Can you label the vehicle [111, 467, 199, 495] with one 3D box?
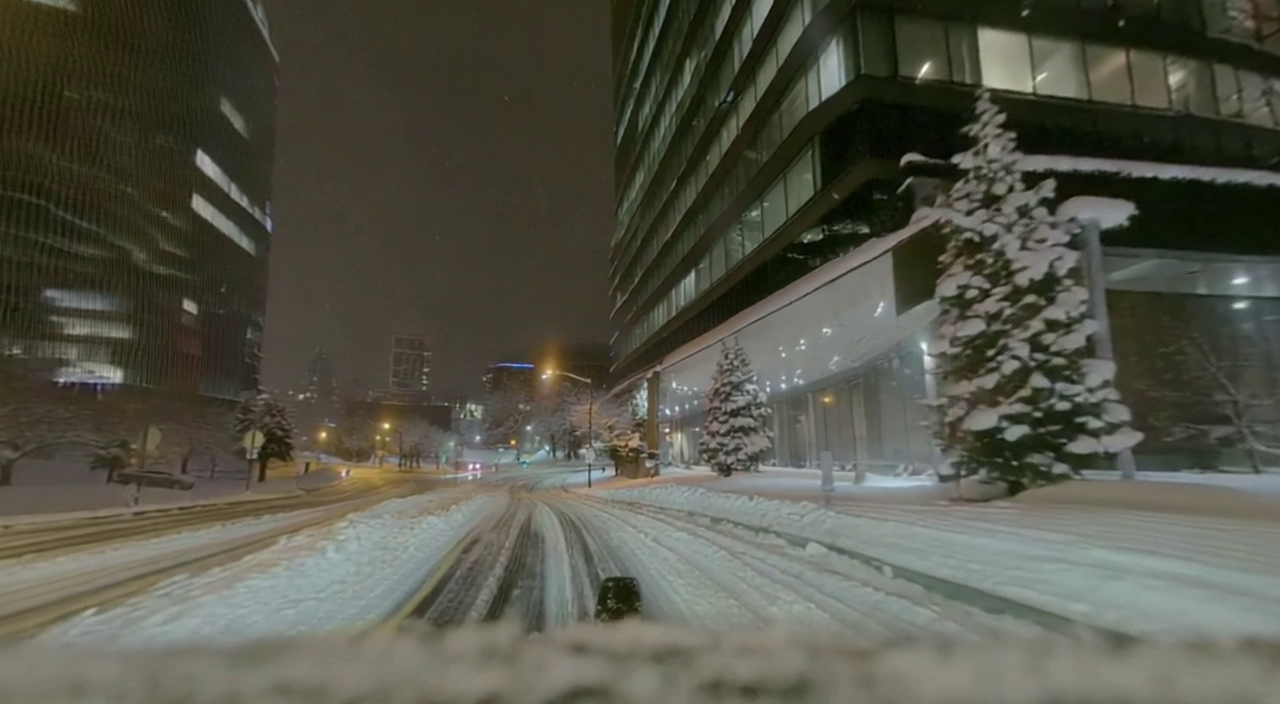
[{"bbox_3d":[-33.525,8.913,43.694,4.473,1.778,2.125,-1,-9,7],"label":"vehicle"}]
